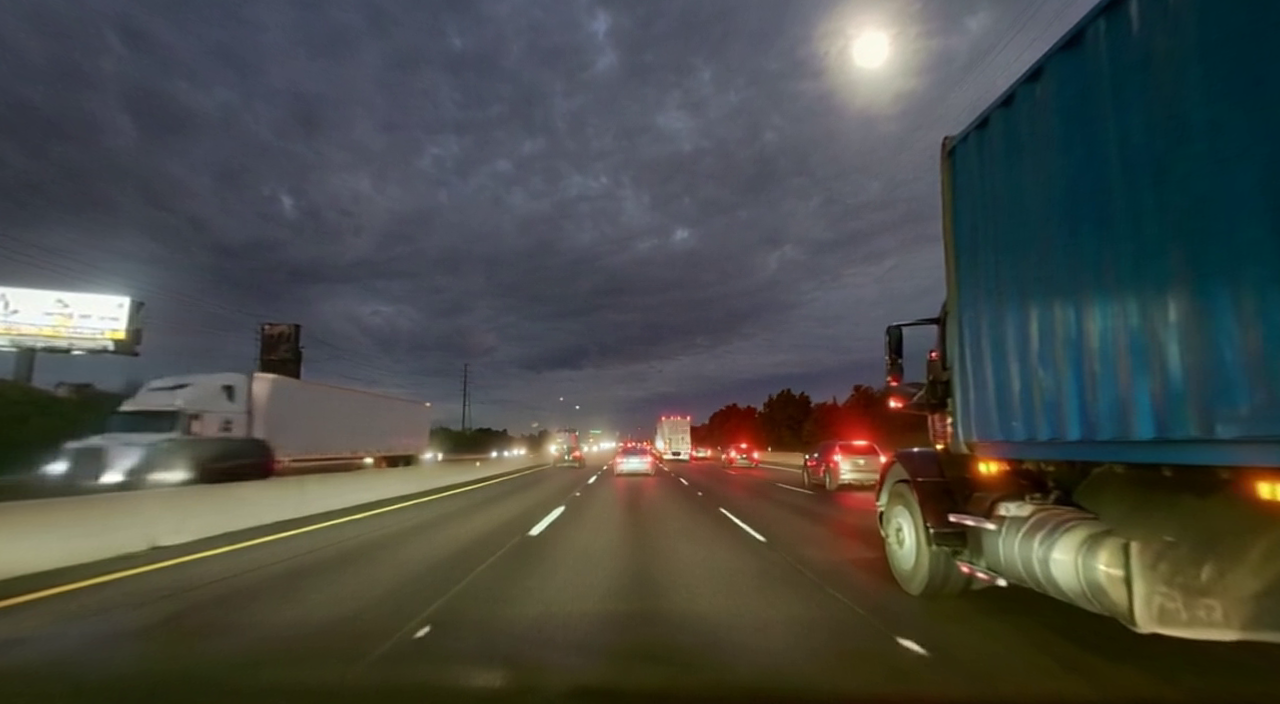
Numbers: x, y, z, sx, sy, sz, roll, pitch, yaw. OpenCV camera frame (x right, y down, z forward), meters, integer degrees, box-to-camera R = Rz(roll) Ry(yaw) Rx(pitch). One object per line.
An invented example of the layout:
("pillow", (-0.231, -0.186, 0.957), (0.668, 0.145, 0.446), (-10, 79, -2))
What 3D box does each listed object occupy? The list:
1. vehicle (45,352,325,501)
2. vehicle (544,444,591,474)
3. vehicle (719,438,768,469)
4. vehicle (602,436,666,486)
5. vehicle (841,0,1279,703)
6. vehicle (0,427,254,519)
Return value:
("vehicle", (-14.011, 2.567, 20.781), (3.075, 3.927, 8.116), (0, -9, 0))
("vehicle", (-3.854, 5.775, 34.425), (2.025, 1.498, 4.675), (0, -9, 0))
("vehicle", (7.008, 6.945, 43.445), (2.302, 1.973, 5.502), (0, -9, -1))
("vehicle", (-0.224, 4.056, 23.723), (2.191, 1.685, 4.015), (0, -9, 0))
("vehicle", (3.588, -0.316, 2.042), (3.013, 3.940, 7.933), (0, -9, -1))
("vehicle", (-10.870, 2.526, 13.677), (2.043, 1.628, 4.675), (0, -9, 0))
